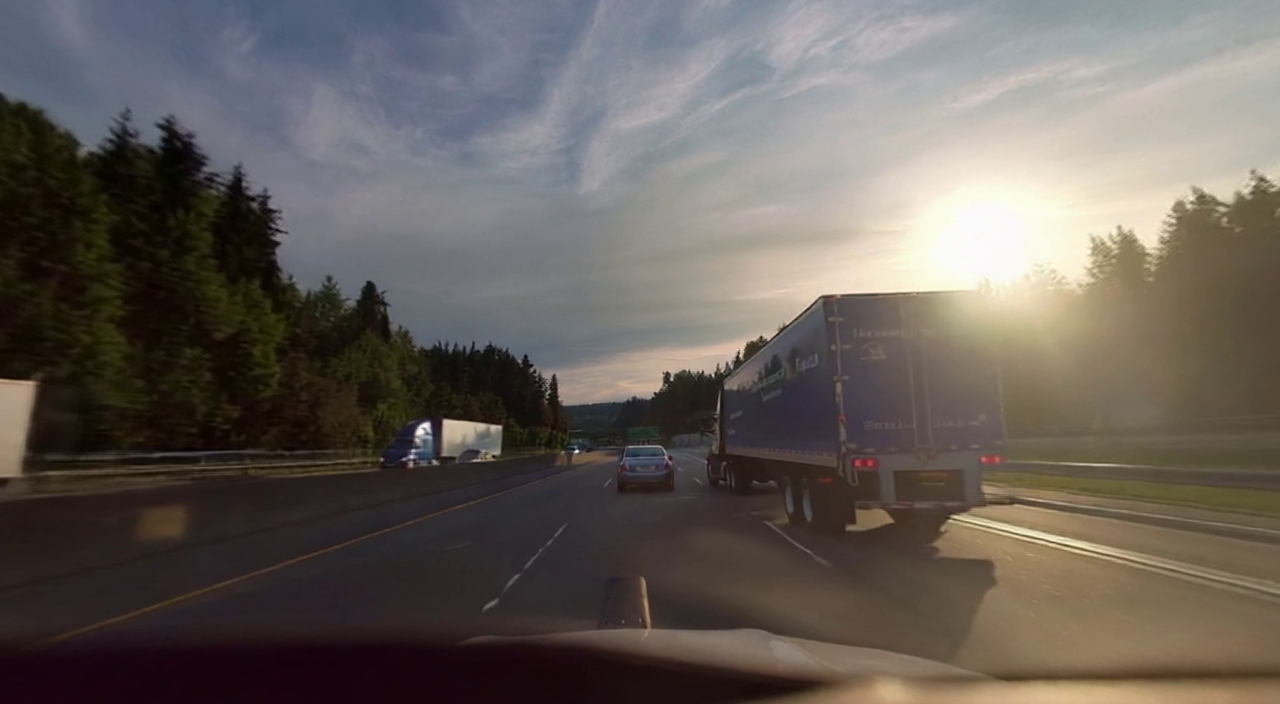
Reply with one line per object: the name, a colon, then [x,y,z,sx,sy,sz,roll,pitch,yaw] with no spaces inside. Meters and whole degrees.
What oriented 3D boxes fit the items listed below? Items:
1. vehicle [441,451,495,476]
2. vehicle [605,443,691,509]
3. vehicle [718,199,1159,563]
vehicle: [-10.801,7.030,39.892,1.979,1.472,4.465,-1,-9,2]
vehicle: [0.180,3.323,17.339,2.039,1.532,4.610,0,-9,0]
vehicle: [4.024,1.325,13.782,2.960,4.018,13.834,0,-9,0]
